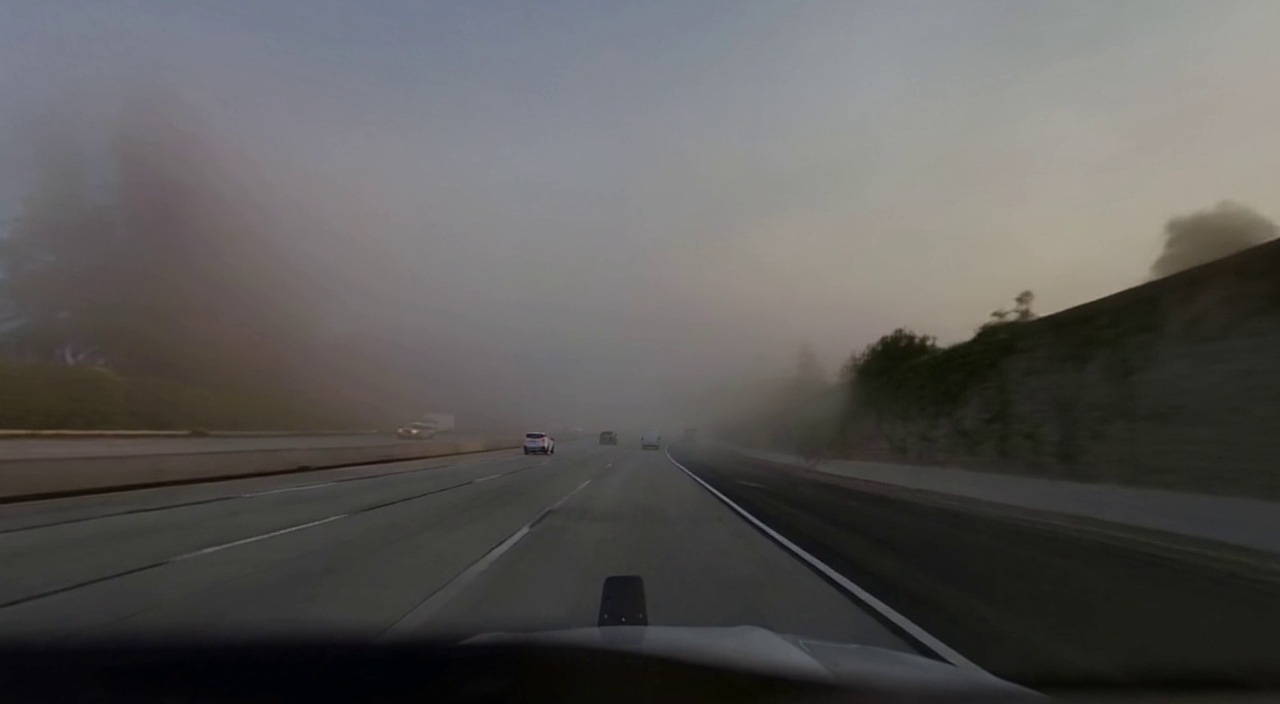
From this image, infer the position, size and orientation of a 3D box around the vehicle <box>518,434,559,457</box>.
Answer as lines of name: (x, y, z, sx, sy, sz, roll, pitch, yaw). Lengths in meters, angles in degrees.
vehicle: (-6.857, 6.393, 43.082, 1.966, 1.488, 4.243, -1, -8, 2)
